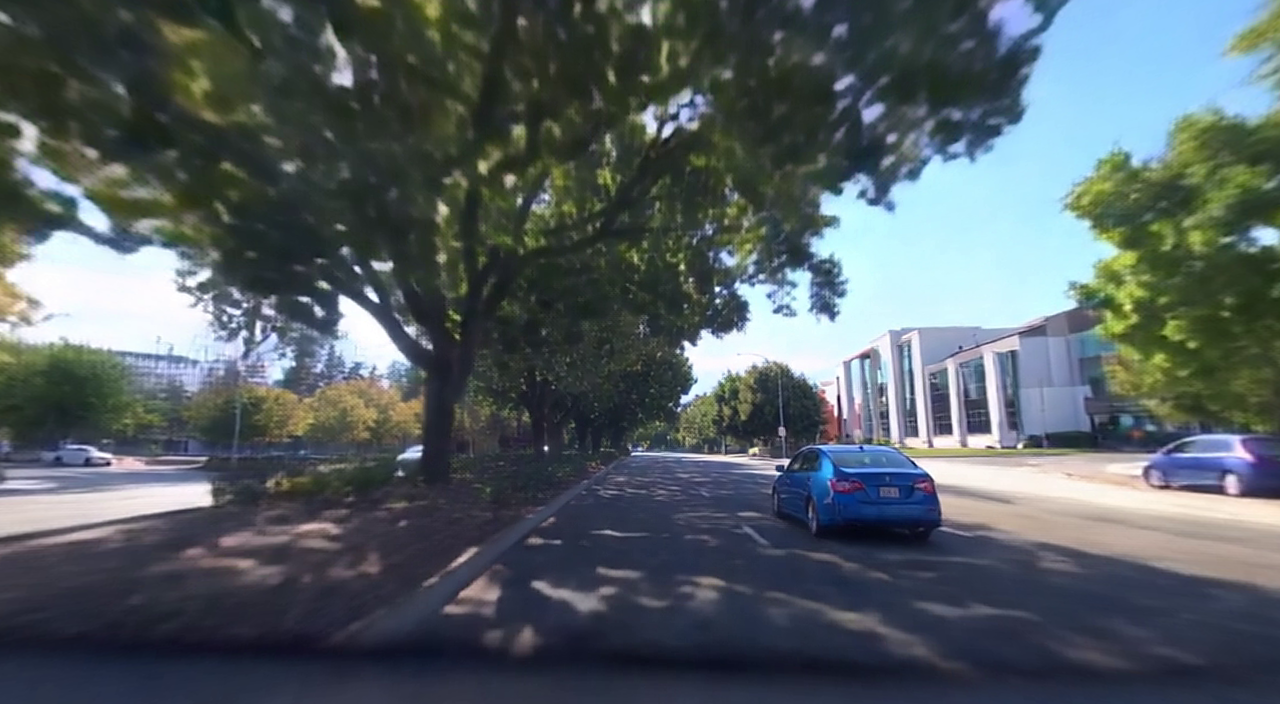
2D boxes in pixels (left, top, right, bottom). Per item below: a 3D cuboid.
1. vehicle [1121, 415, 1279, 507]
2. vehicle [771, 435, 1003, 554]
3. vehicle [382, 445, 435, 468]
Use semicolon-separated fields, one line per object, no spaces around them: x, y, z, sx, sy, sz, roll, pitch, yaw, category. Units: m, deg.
17.184;3.073;18.284;2.868;2.233;6.035;-2;-9;14;vehicle
3.548;2.105;10.110;1.950;1.473;4.259;0;-8;0;vehicle
-16.280;7.329;44.660;1.993;1.511;4.798;0;-8;-1;vehicle
